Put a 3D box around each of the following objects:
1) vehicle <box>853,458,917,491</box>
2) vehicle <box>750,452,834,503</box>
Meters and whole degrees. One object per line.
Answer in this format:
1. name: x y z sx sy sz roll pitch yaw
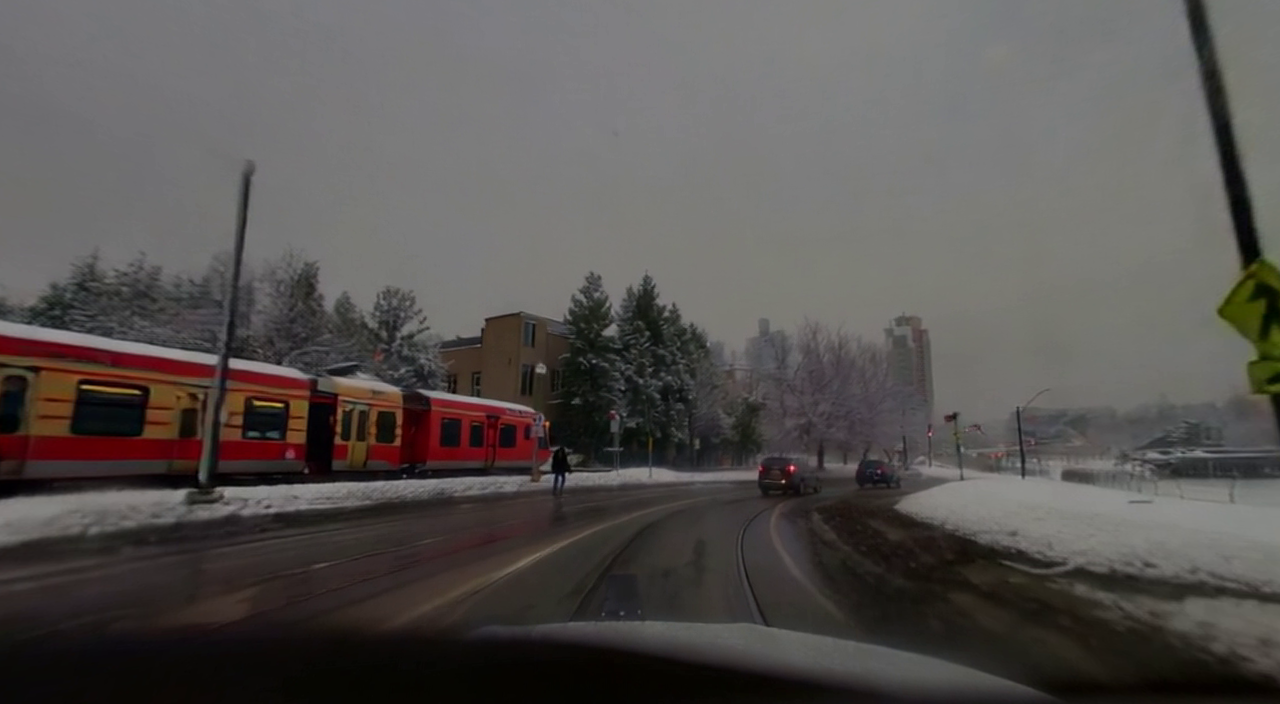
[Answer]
1. vehicle: 14.517 7.179 37.375 2.010 1.725 4.320 -8 -12 42
2. vehicle: 6.104 4.886 25.083 2.263 1.765 4.237 -4 -10 27
